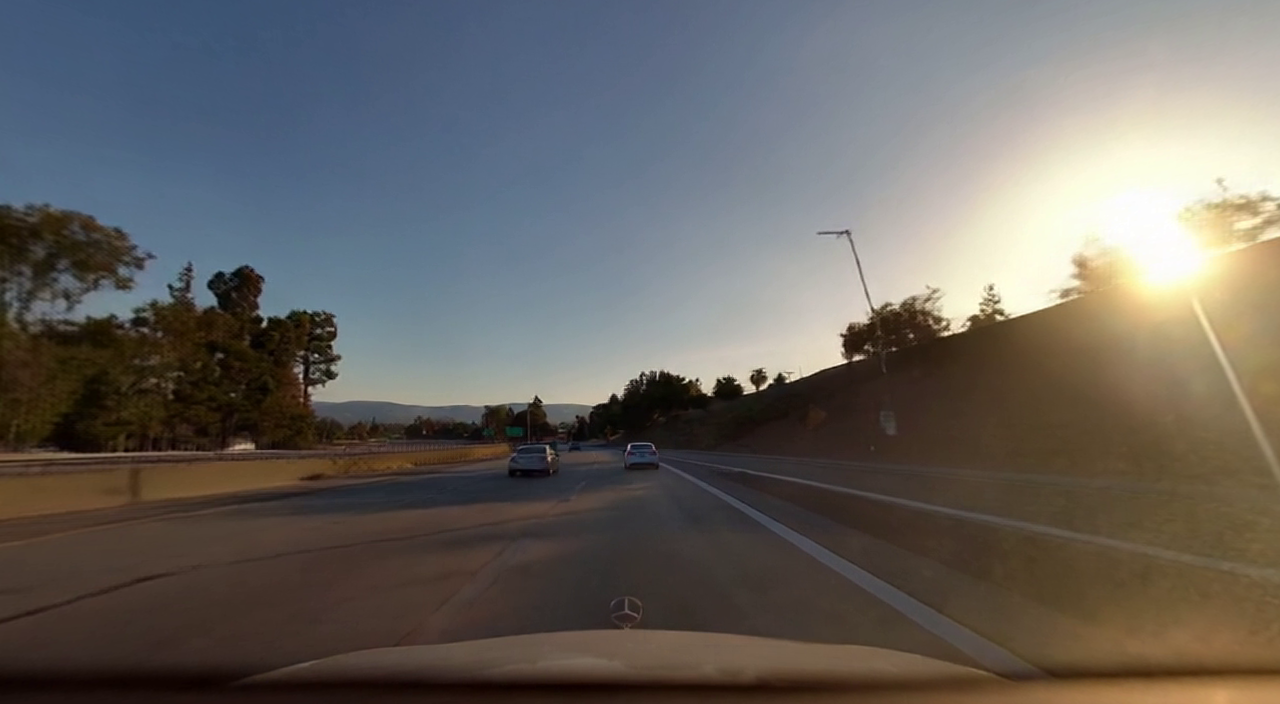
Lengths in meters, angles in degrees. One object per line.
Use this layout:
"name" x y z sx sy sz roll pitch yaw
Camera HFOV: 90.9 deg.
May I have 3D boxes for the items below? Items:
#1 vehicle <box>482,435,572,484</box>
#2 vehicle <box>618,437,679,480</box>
"vehicle" -3.788 3.729 22.127 2.246 1.519 4.980 0 -9 0
"vehicle" 0.228 3.912 23.441 2.051 1.444 3.927 0 -9 -2
